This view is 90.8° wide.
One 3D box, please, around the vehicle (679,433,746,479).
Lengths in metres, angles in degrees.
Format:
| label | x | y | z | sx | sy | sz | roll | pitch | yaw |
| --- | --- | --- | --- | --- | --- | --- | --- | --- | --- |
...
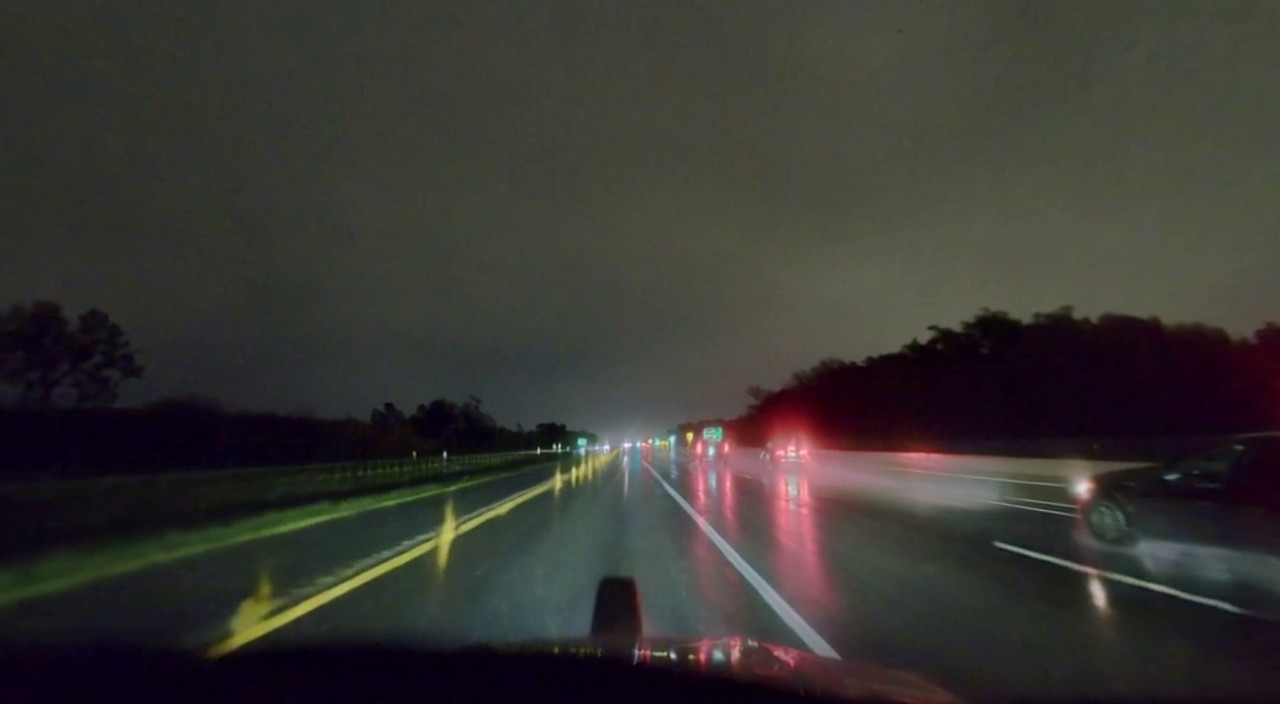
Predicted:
| label | x | y | z | sx | sy | sz | roll | pitch | yaw |
| --- | --- | --- | --- | --- | --- | --- | --- | --- | --- |
| vehicle | 3.008 | 4.442 | 27.329 | 2.141 | 1.785 | 4.778 | 0 | -8 | -2 |

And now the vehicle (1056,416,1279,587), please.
| label | x | y | z | sx | sy | sz | roll | pitch | yaw |
| --- | --- | --- | --- | --- | --- | --- | --- | --- | --- |
| vehicle | 6.722 | 1.390 | 6.049 | 2.046 | 1.509 | 4.929 | 0 | -8 | -1 |
